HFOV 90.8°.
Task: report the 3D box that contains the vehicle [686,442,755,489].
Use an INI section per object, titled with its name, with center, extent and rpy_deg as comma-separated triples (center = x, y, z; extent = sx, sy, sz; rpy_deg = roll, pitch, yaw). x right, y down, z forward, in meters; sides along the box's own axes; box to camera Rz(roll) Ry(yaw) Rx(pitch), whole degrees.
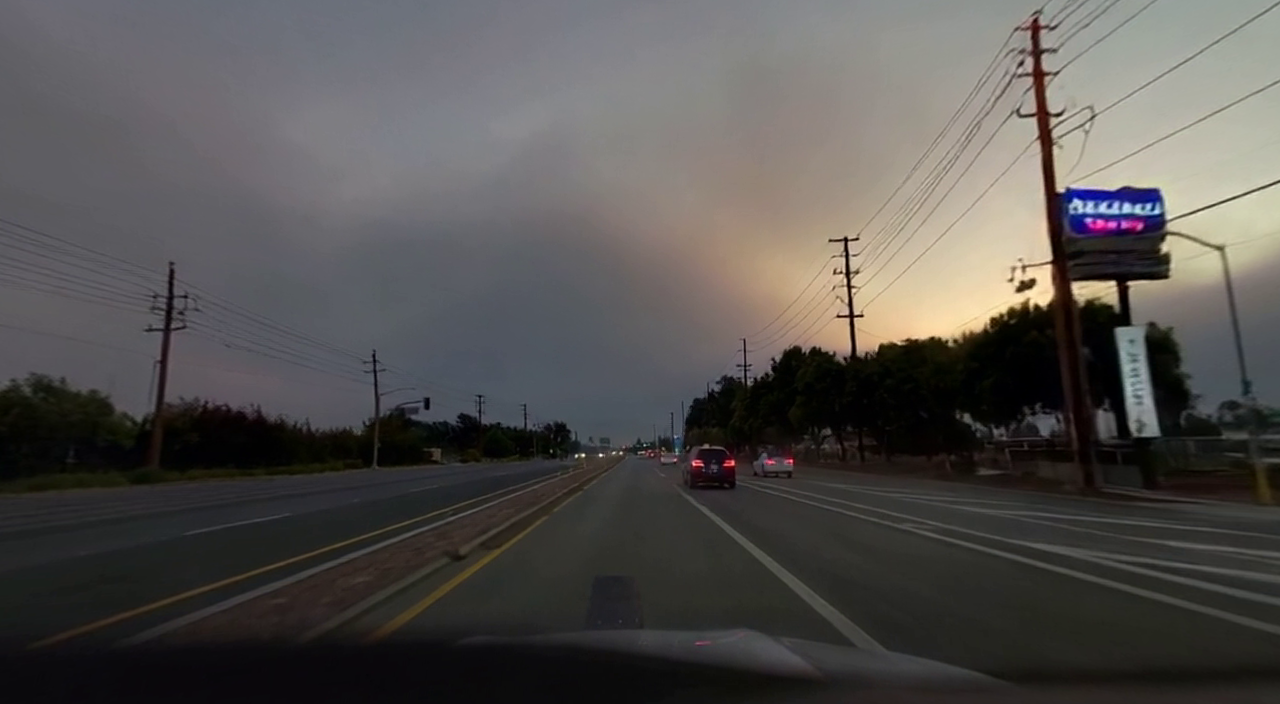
[vehicle]
center = 3.008, 4.329, 24.495
extent = 2.078, 1.668, 4.078
rpy_deg = 0, -8, -1
